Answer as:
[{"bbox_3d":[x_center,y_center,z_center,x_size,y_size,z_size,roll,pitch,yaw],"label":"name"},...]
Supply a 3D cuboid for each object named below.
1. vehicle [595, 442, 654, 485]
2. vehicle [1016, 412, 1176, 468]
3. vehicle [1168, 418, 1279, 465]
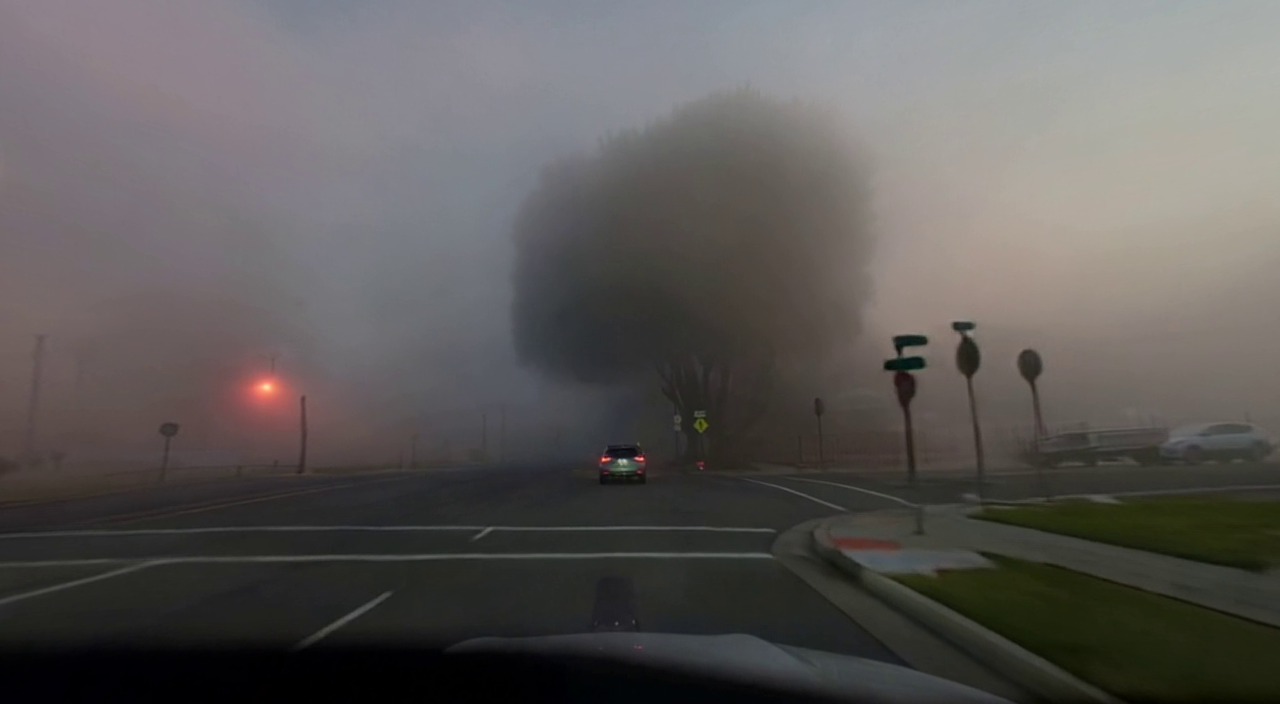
[{"bbox_3d":[-0.568,4.215,24.189,2.076,1.486,4.119,0,-9,-1],"label":"vehicle"},{"bbox_3d":[18.565,3.634,25.934,4.747,2.178,2.336,1,-9,-3],"label":"vehicle"},{"bbox_3d":[24.699,3.709,26.129,4.025,1.827,1.852,0,-9,-2],"label":"vehicle"}]
